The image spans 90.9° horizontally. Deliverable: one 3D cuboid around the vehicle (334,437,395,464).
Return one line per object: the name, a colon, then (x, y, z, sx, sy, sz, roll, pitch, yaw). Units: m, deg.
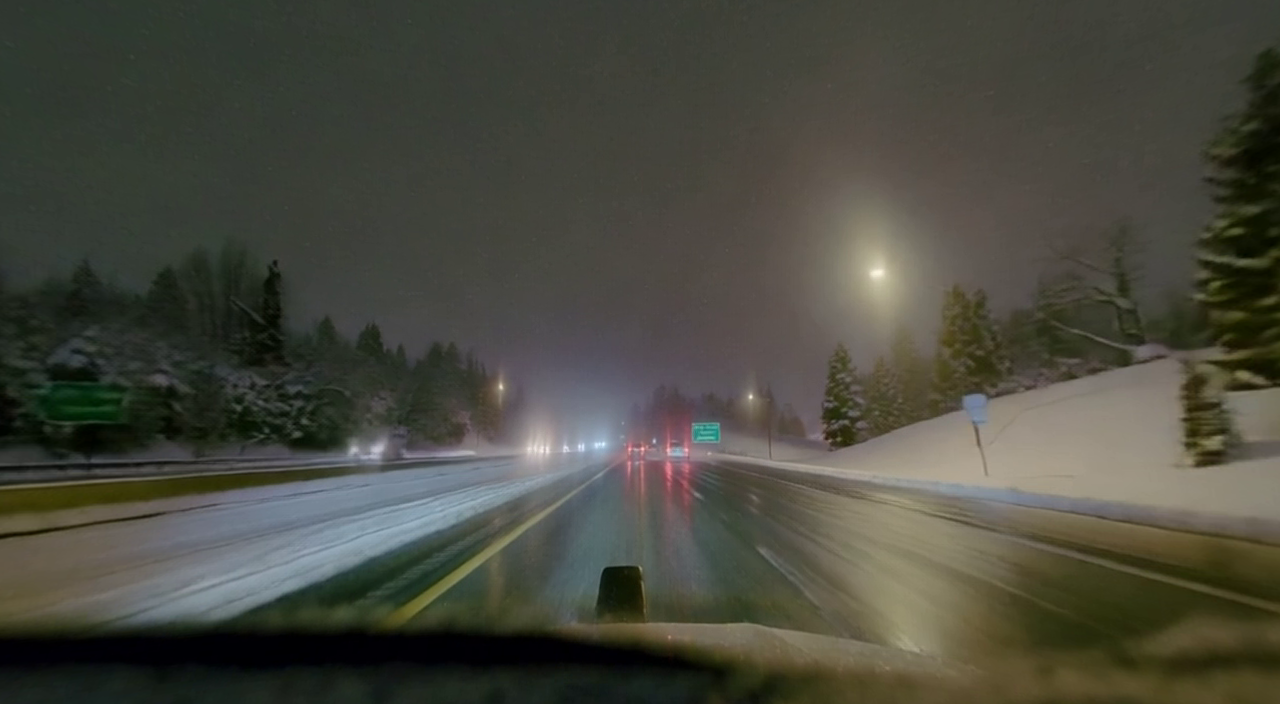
vehicle: (-17.560, 6.294, 40.421, 1.949, 1.650, 4.483, 0, -8, -1)

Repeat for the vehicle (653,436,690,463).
vehicle: (2.391, 7.568, 49.145, 2.431, 1.916, 4.808, 0, -8, -2)
